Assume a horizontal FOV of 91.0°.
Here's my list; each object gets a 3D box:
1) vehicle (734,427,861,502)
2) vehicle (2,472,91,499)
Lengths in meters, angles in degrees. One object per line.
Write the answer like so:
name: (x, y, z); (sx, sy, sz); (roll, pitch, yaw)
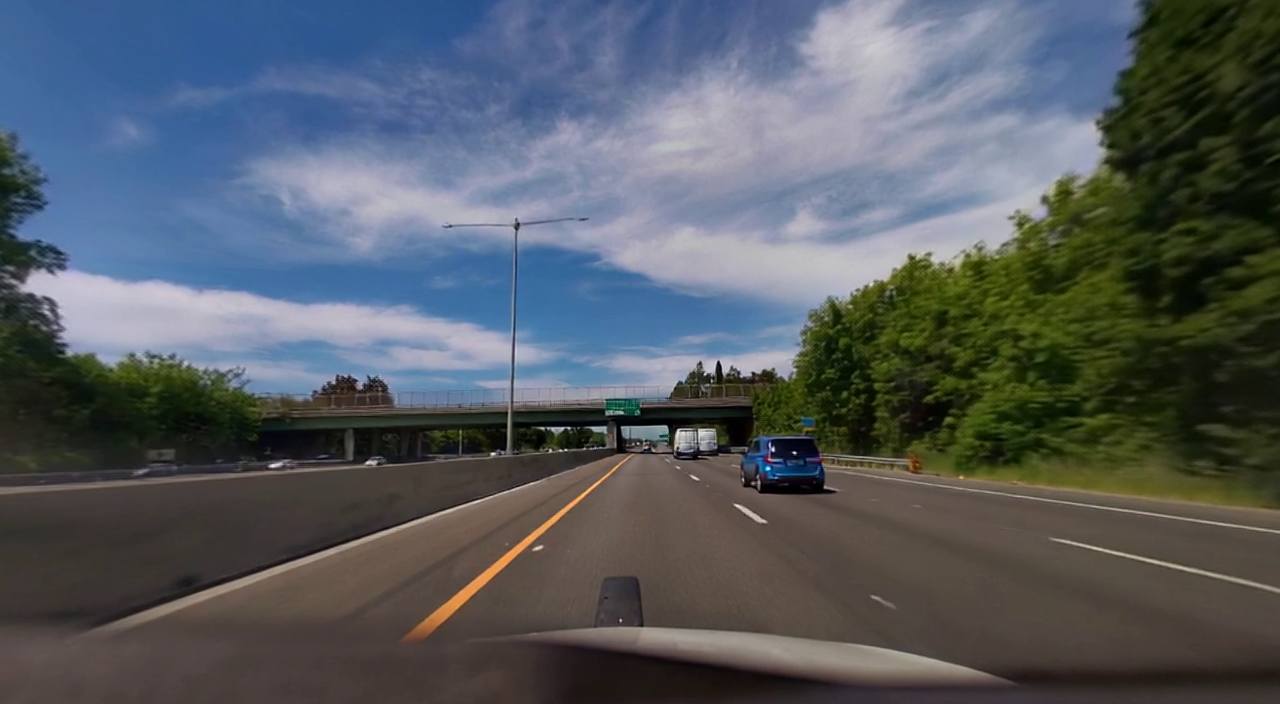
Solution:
vehicle: (3.938, 2.903, 16.641); (2.148, 1.691, 4.443); (0, -9, -1)
vehicle: (-43.778, 9.816, 46.556); (1.906, 1.662, 4.724); (0, -9, 1)
